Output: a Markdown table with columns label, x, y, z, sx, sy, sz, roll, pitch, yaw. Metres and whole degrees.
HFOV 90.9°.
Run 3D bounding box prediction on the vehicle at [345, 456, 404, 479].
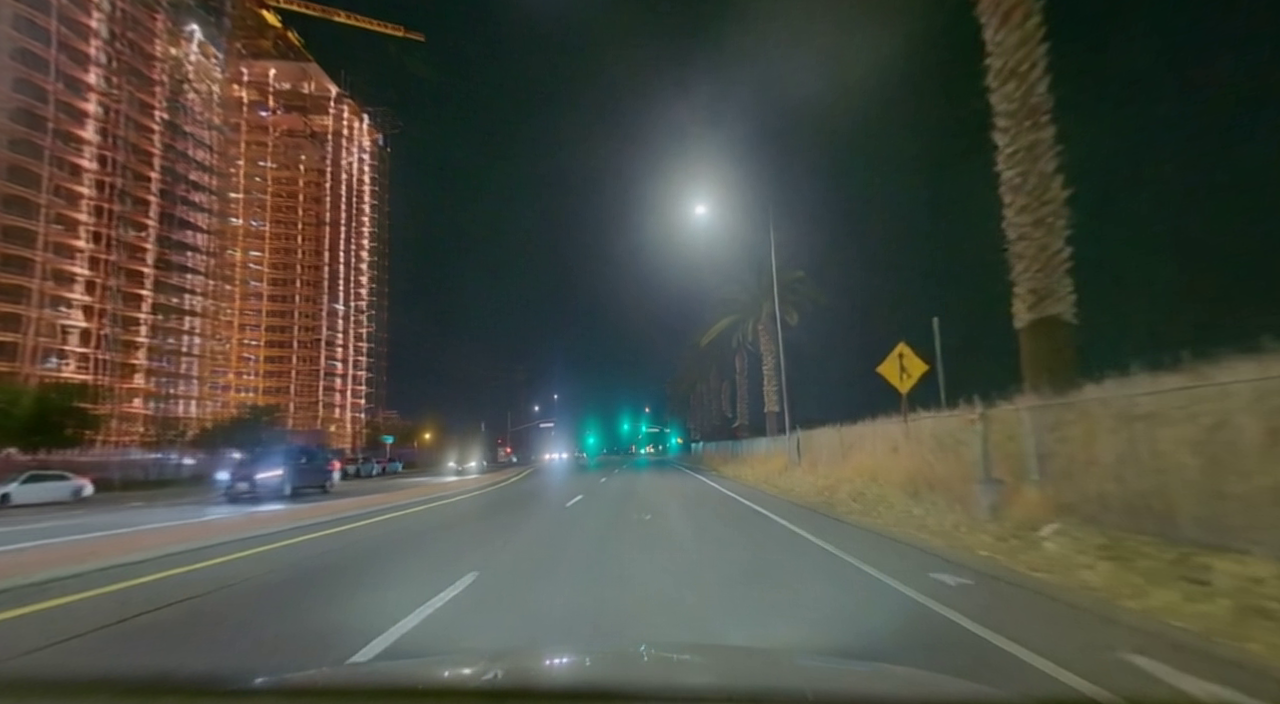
| label | x | y | z | sx | sy | sz | roll | pitch | yaw |
| --- | --- | --- | --- | --- | --- | --- | --- | --- | --- |
| vehicle | -19.138 | 8.325 | 45.660 | 2.007 | 1.453 | 4.932 | -1 | -9 | 2 |

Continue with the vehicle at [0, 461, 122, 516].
| label | x | y | z | sx | sy | sz | roll | pitch | yaw |
| --- | --- | --- | --- | --- | --- | --- | --- | --- | --- |
| vehicle | -19.428 | 4.316 | 20.048 | 1.836 | 1.418 | 4.956 | -2 | -7 | -2 |

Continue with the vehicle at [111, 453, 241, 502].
| label | x | y | z | sx | sy | sz | roll | pitch | yaw |
| --- | --- | --- | --- | --- | --- | --- | --- | --- | --- |
| vehicle | -19.423 | 5.221 | 26.728 | 1.985 | 1.625 | 4.749 | -2 | -7 | -1 |

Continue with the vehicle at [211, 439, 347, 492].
| label | x | y | z | sx | sy | sz | roll | pitch | yaw |
| --- | --- | --- | --- | --- | --- | --- | --- | --- | --- |
| vehicle | -16.238 | 5.125 | 28.918 | 2.601 | 2.118 | 6.071 | 0 | -9 | 1 |
